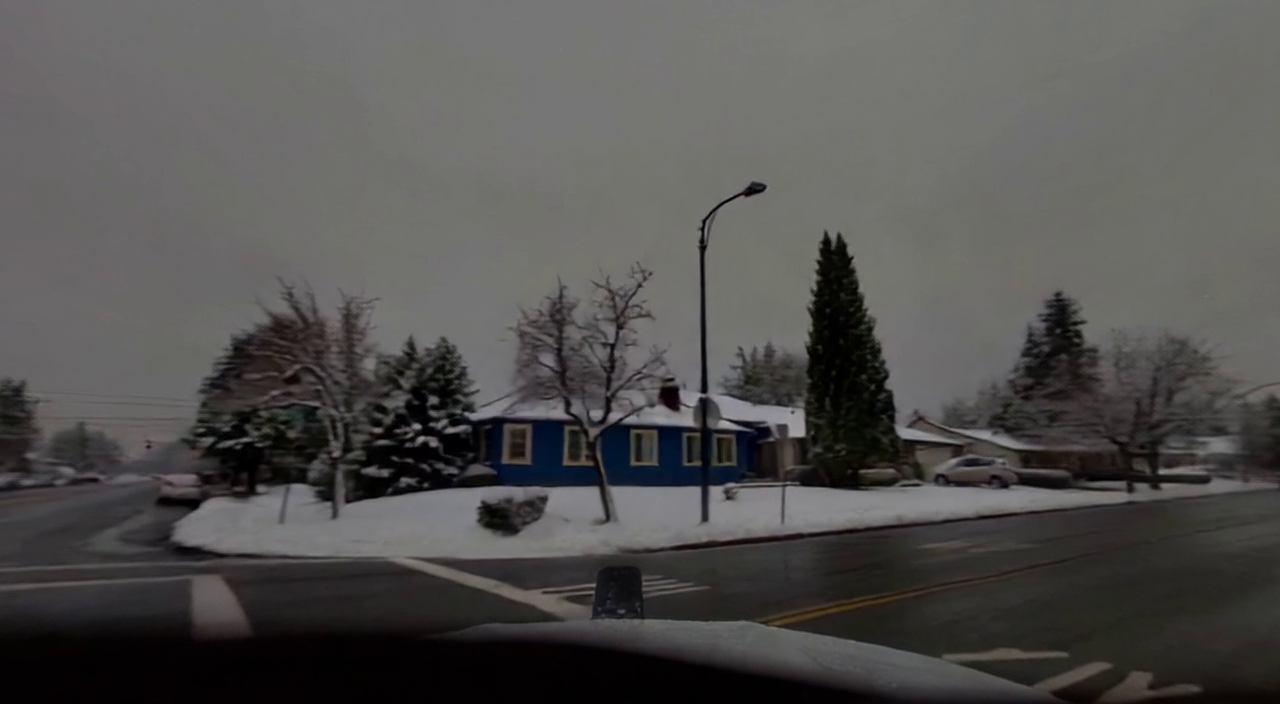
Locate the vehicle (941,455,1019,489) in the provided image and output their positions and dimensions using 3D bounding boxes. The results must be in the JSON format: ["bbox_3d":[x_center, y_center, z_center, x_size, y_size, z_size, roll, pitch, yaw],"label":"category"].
[{"bbox_3d":[21.313,7.505,39.492,5.161,1.829,2.034,10,-14,-34],"label":"vehicle"}]
